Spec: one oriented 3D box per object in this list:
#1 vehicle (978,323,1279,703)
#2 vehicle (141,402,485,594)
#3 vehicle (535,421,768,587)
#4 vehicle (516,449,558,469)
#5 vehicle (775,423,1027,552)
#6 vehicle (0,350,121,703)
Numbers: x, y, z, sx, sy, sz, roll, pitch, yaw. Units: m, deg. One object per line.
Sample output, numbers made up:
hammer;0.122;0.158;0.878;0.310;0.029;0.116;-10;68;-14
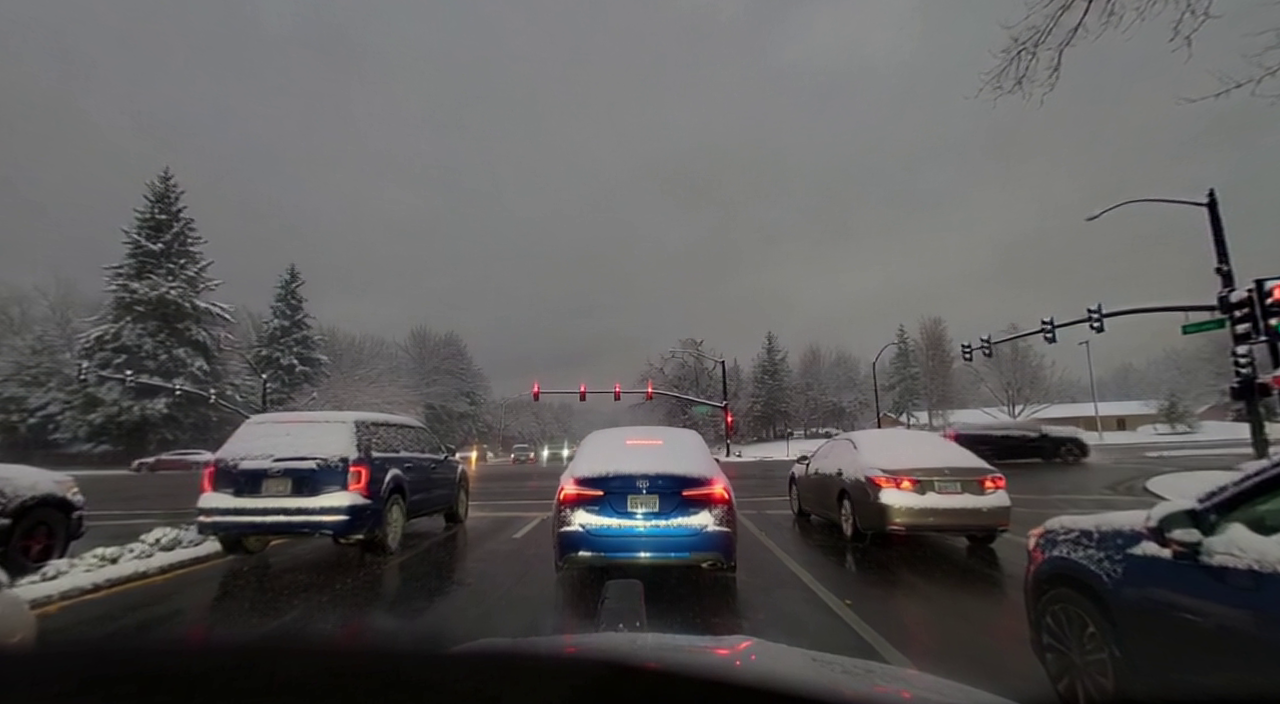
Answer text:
vehicle;3.289;0.709;1.854;2.178;1.691;4.314;0;-9;0
vehicle;-3.428;1.618;7.793;1.958;1.693;4.242;0;-9;0
vehicle;0.049;1.689;7.826;2.114;1.482;4.056;0;-9;-2
vehicle;-7.961;8.184;48.408;1.996;1.442;4.629;4;-9;-24
vehicle;3.537;1.921;9.647;1.874;1.487;4.404;0;-9;-1
vehicle;-3.337;0.555;0.500;2.034;1.655;4.465;0;-9;0
